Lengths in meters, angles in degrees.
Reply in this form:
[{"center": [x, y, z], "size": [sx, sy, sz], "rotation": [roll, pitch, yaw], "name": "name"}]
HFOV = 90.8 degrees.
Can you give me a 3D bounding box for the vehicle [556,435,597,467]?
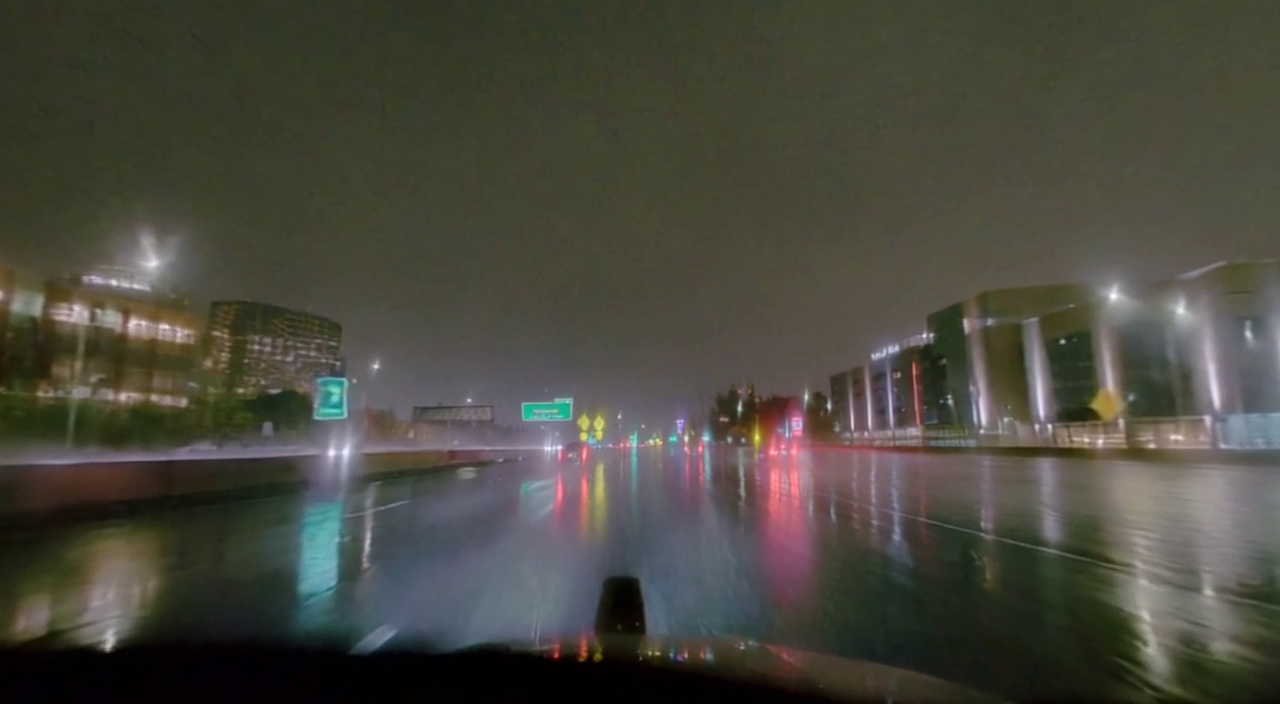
[{"center": [-3.788, 5.996, 38.351], "size": [2.047, 1.786, 4.217], "rotation": [0, -8, 0], "name": "vehicle"}]
